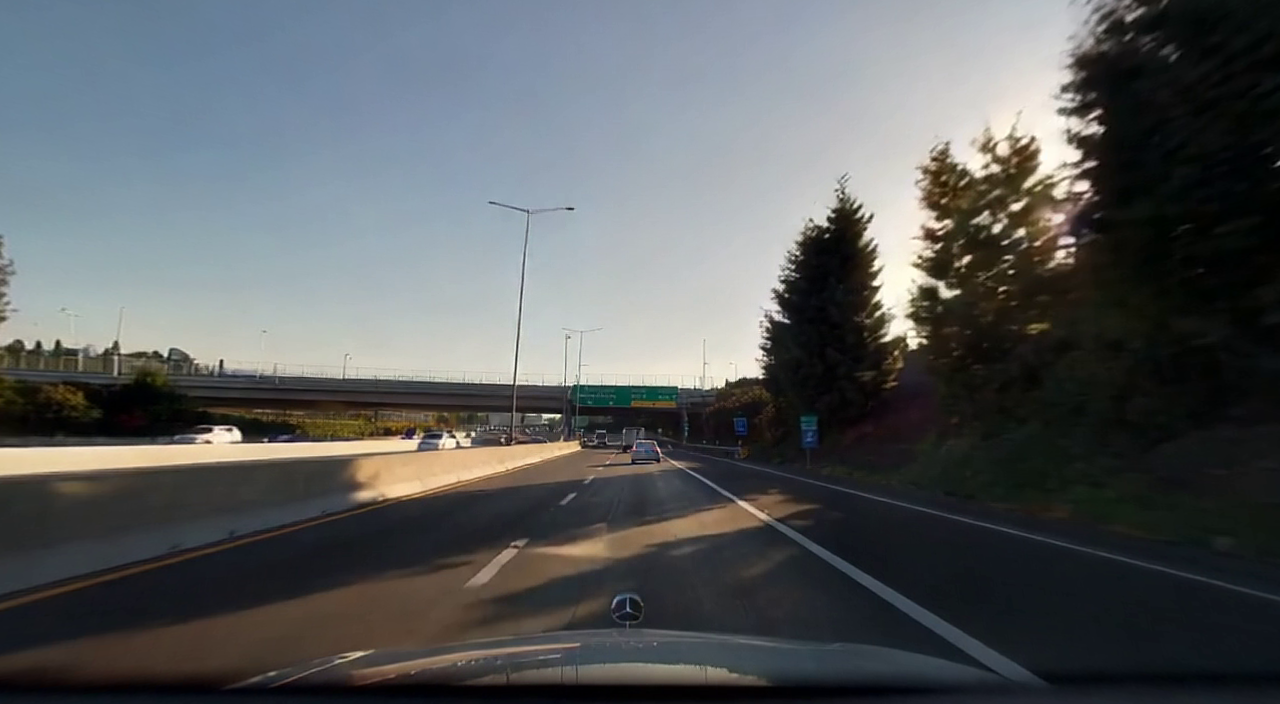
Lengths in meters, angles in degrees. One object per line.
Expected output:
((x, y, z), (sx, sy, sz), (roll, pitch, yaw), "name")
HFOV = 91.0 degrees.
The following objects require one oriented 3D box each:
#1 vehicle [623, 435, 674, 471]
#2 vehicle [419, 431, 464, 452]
((0.369, 4.535, 28.466), (2.130, 1.512, 4.057), (0, -8, 0), "vehicle")
((-15.031, 6.796, 47.831), (1.880, 1.535, 4.651), (1, -8, 0), "vehicle")
